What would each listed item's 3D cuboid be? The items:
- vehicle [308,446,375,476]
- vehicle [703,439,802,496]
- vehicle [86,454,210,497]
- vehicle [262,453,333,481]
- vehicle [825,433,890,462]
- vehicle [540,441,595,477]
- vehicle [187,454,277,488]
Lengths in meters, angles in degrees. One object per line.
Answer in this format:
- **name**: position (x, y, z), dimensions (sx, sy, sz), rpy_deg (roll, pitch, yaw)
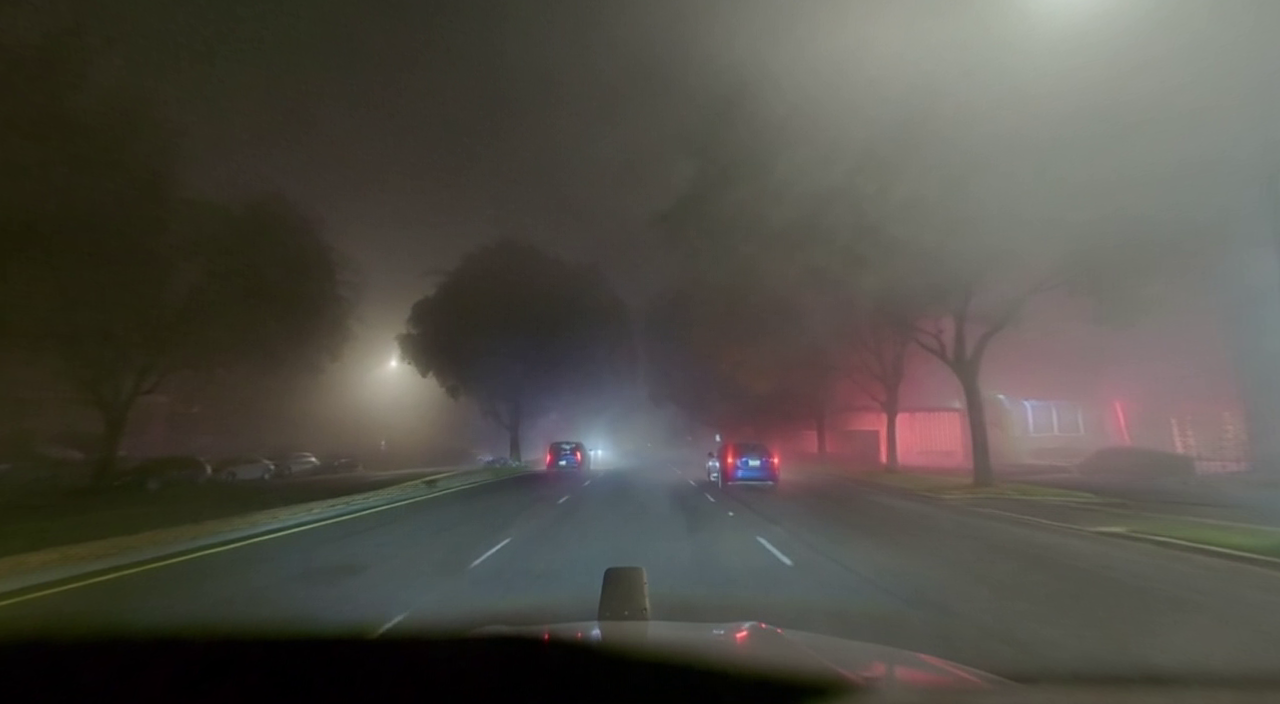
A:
- **vehicle**: position (-22.270, 8.114, 47.341), dimensions (2.255, 2.117, 5.319), rpy_deg (-1, -8, 2)
- **vehicle**: position (3.166, 3.358, 18.769), dimensions (2.083, 1.474, 4.360), rpy_deg (0, -8, -1)
- **vehicle**: position (-22.515, 5.637, 29.138), dimensions (1.918, 1.698, 4.581), rpy_deg (-1, -8, 1)
- **vehicle**: position (-22.257, 7.469, 41.182), dimensions (1.887, 1.669, 4.753), rpy_deg (0, -8, 1)
- **vehicle**: position (16.832, 7.401, 49.109), dimensions (2.160, 2.093, 5.795), rpy_deg (1, -9, -10)
- **vehicle**: position (-3.433, 5.127, 30.484), dimensions (2.113, 1.626, 4.129), rpy_deg (0, -8, 1)
- **vehicle**: position (-22.379, 6.517, 34.806), dimensions (1.794, 1.664, 4.582), rpy_deg (0, -8, 1)
